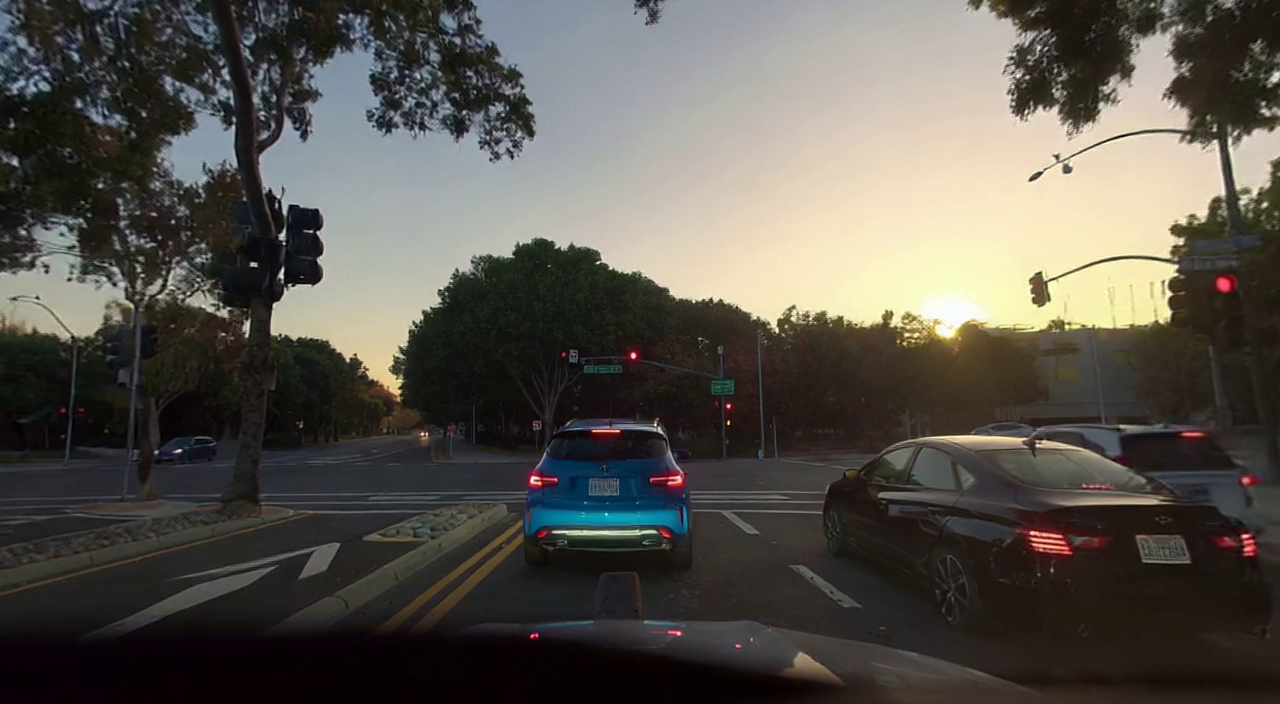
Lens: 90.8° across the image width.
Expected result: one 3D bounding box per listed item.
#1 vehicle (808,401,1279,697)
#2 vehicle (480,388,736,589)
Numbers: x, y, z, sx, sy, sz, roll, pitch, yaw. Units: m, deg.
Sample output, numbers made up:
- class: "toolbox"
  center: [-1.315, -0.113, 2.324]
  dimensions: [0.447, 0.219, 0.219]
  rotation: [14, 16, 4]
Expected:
- class: "vehicle"
  center: [3.166, 1.399, 5.757]
  dimensions: [1.932, 1.562, 4.629]
  rotation: [0, -9, -1]
- class: "vehicle"
  center: [-0.344, 1.522, 7.778]
  dimensions: [2.247, 1.760, 4.231]
  rotation: [0, -9, -2]
